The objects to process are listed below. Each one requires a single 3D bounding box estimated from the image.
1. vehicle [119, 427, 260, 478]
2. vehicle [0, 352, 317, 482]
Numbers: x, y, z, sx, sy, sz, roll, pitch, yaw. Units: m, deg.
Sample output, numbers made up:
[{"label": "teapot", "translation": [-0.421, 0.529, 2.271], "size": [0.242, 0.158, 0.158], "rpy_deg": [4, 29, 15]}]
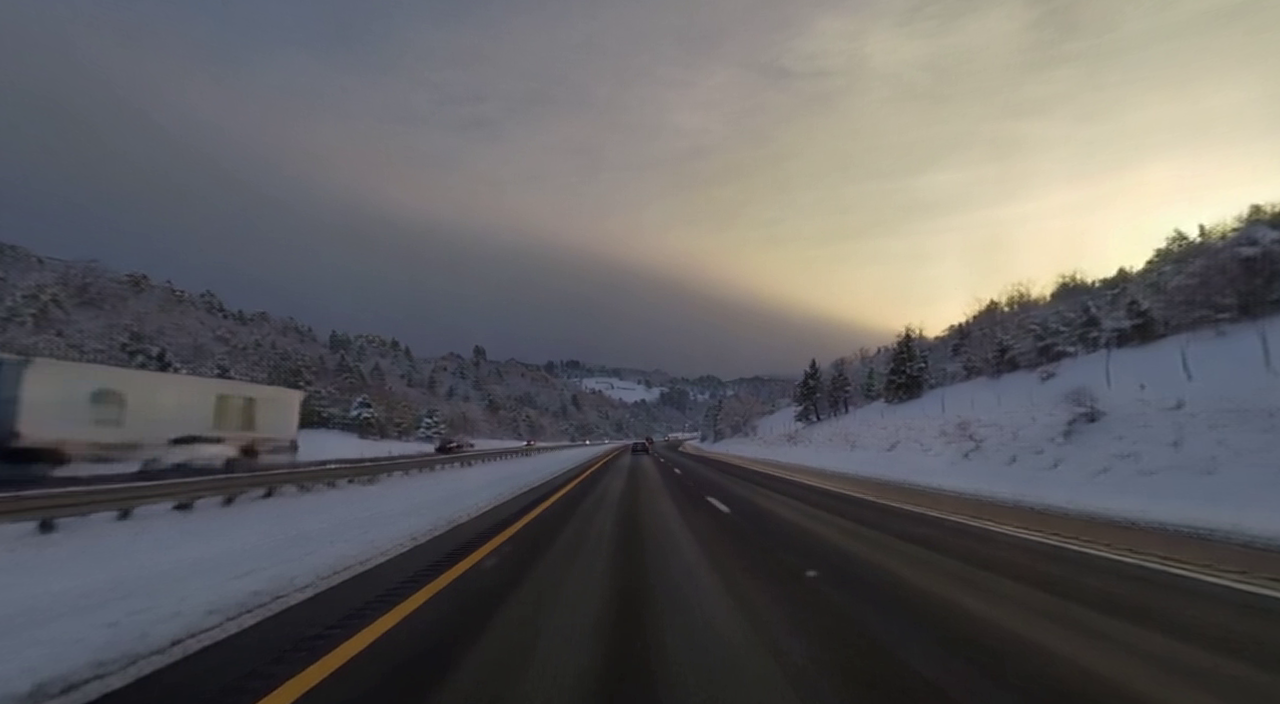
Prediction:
[{"label": "vehicle", "translation": [-17.665, 3.973, 25.123], "size": [2.252, 1.812, 4.496], "rpy_deg": [0, -8, 0]}, {"label": "vehicle", "translation": [-21.477, 3.461, 30.122], "size": [3.186, 4.432, 17.210], "rpy_deg": [0, -9, 0]}]
